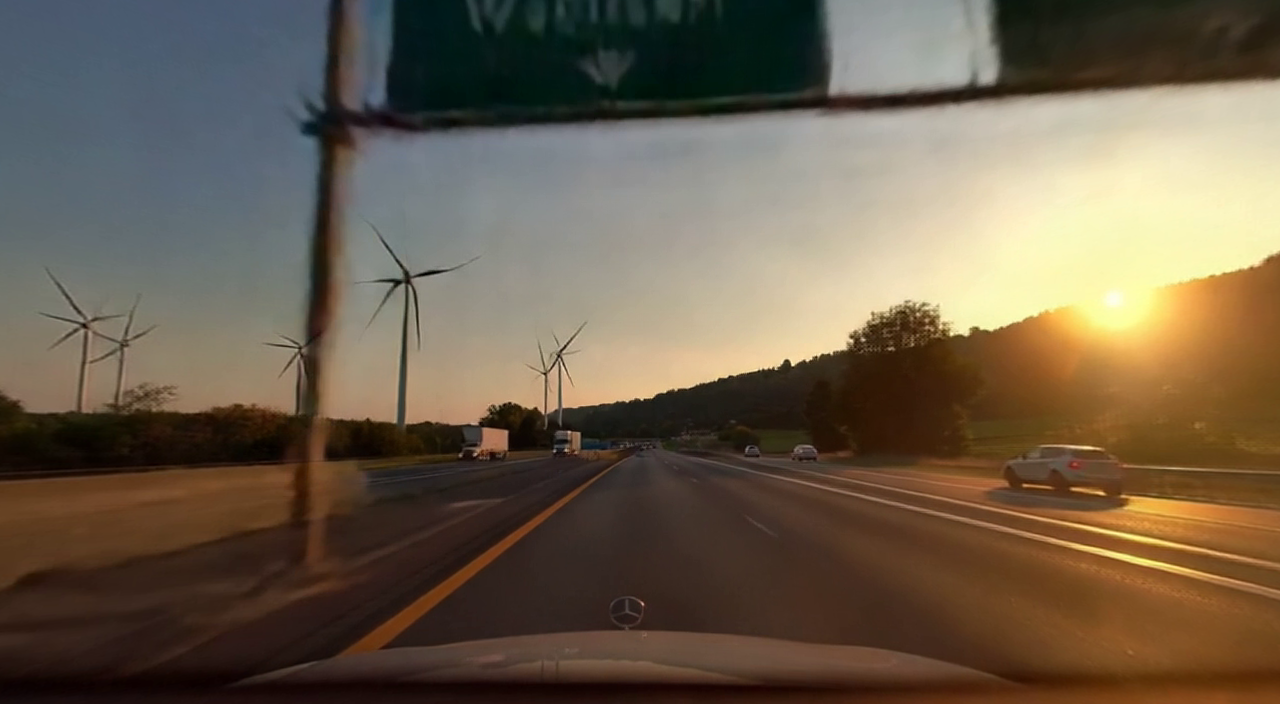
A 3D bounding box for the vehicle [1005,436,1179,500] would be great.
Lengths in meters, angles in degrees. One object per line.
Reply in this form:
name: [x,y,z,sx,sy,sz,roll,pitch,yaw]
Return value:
vehicle: [13.568,3.492,19.396,1.897,1.669,4.825,0,-9,2]
